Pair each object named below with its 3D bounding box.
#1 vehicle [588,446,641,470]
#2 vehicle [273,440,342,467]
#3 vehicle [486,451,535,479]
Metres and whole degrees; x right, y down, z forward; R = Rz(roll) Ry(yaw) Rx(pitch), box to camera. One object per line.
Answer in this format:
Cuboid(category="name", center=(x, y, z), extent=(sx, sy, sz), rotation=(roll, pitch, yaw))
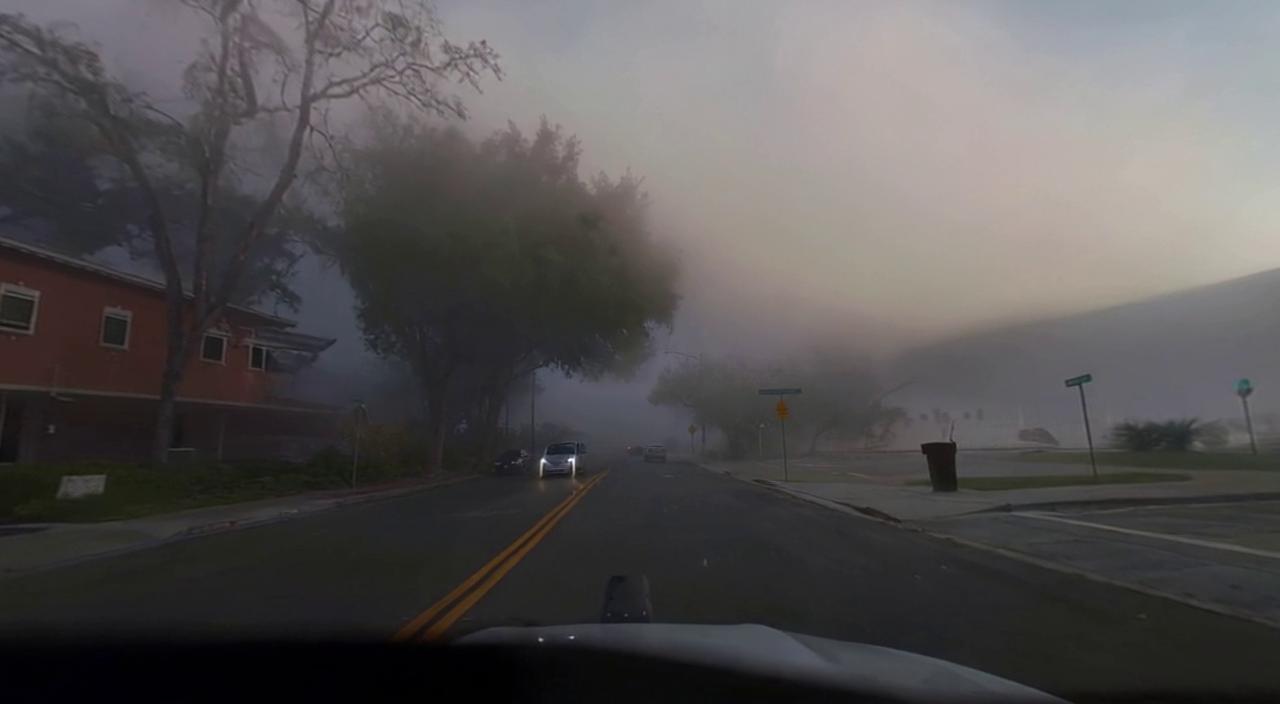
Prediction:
Cuboid(category="vehicle", center=(-1.912, 7.653, 45.879), extent=(2.154, 1.641, 4.254), rotation=(5, -10, -29))
Cuboid(category="vehicle", center=(-21.451, 6.555, 40.896), extent=(1.906, 1.596, 4.599), rotation=(0, -9, 1))
Cuboid(category="vehicle", center=(-7.333, 6.410, 36.081), extent=(1.930, 1.463, 4.195), rotation=(0, -9, 0))
